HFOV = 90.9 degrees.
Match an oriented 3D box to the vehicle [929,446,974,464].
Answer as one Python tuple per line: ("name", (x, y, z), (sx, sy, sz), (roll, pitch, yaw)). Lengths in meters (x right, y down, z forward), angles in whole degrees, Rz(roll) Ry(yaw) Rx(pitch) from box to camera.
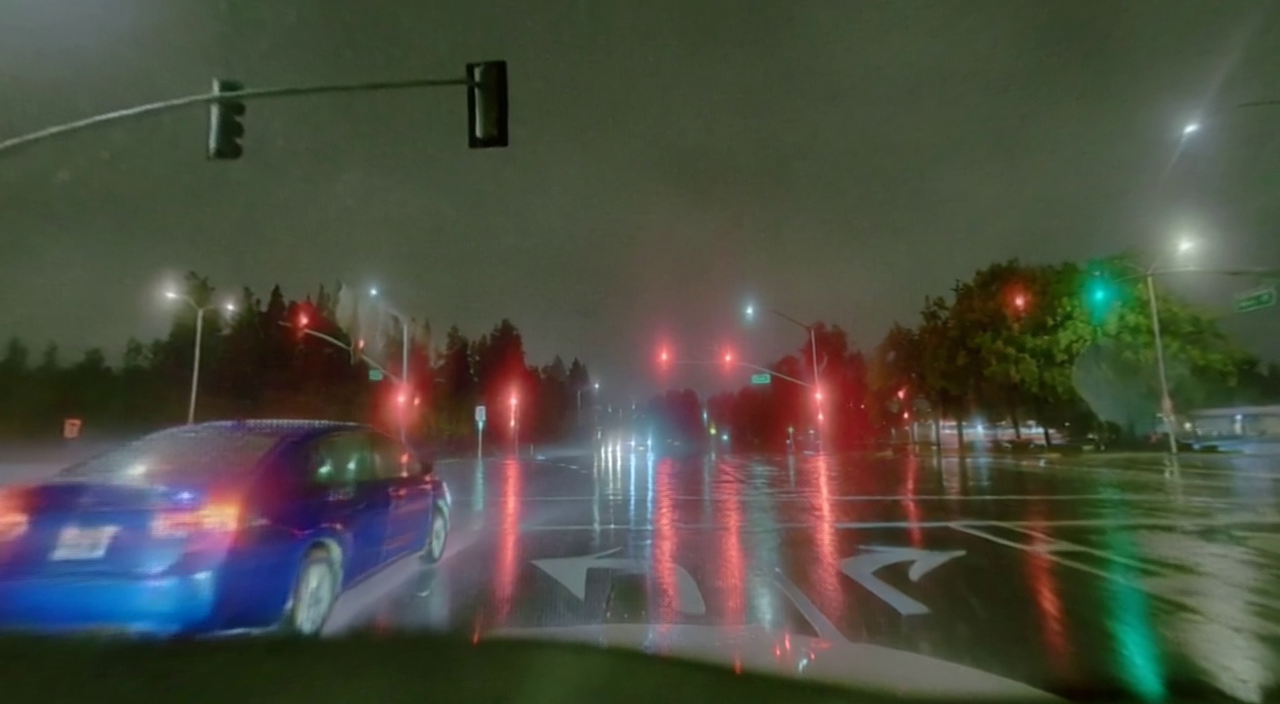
("vehicle", (24.380, 8.046, 49.431), (1.633, 1.324, 3.449), (1, -8, -2))

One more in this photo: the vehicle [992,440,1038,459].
("vehicle", (29.715, 7.753, 49.999), (1.662, 1.440, 3.583), (-1, -8, 6))

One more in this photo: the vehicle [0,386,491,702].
("vehicle", (-2.899, 1.264, 5.316), (2.055, 1.573, 4.065), (-1, -8, 4))

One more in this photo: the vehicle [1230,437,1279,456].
("vehicle", (48.120, 7.330, 48.840), (1.574, 1.369, 3.611), (-1, -7, 6))
